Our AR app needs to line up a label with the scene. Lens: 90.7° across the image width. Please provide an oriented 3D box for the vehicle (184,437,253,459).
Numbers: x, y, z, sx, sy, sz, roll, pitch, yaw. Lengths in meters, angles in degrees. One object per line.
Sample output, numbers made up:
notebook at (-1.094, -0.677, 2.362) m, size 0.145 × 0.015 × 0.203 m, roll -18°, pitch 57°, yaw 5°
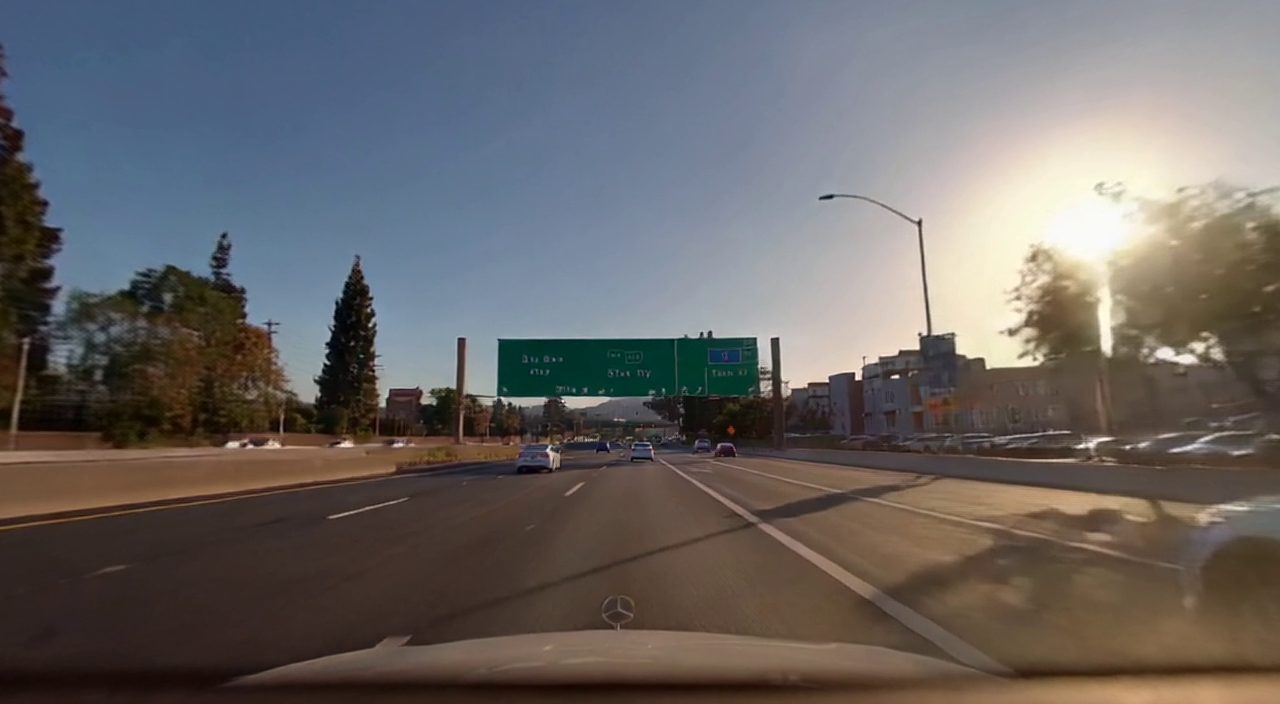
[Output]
vehicle at (-32.681, 7.463, 49.225) m, size 1.969 × 1.644 × 4.969 m, roll 1°, pitch -9°, yaw -1°

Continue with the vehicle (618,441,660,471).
vehicle at (-0.084, 5.601, 34.272) m, size 2.146 × 1.485 × 4.332 m, roll 0°, pitch -9°, yaw -1°

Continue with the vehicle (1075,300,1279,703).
vehicle at (3.640, 0.505, 0.772) m, size 2.463 × 1.851 × 5.122 m, roll 0°, pitch -9°, yaw -1°

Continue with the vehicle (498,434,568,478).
vehicle at (-4.440, 4.413, 27.027) m, size 2.260 × 1.706 × 4.177 m, roll 0°, pitch -9°, yaw 0°
